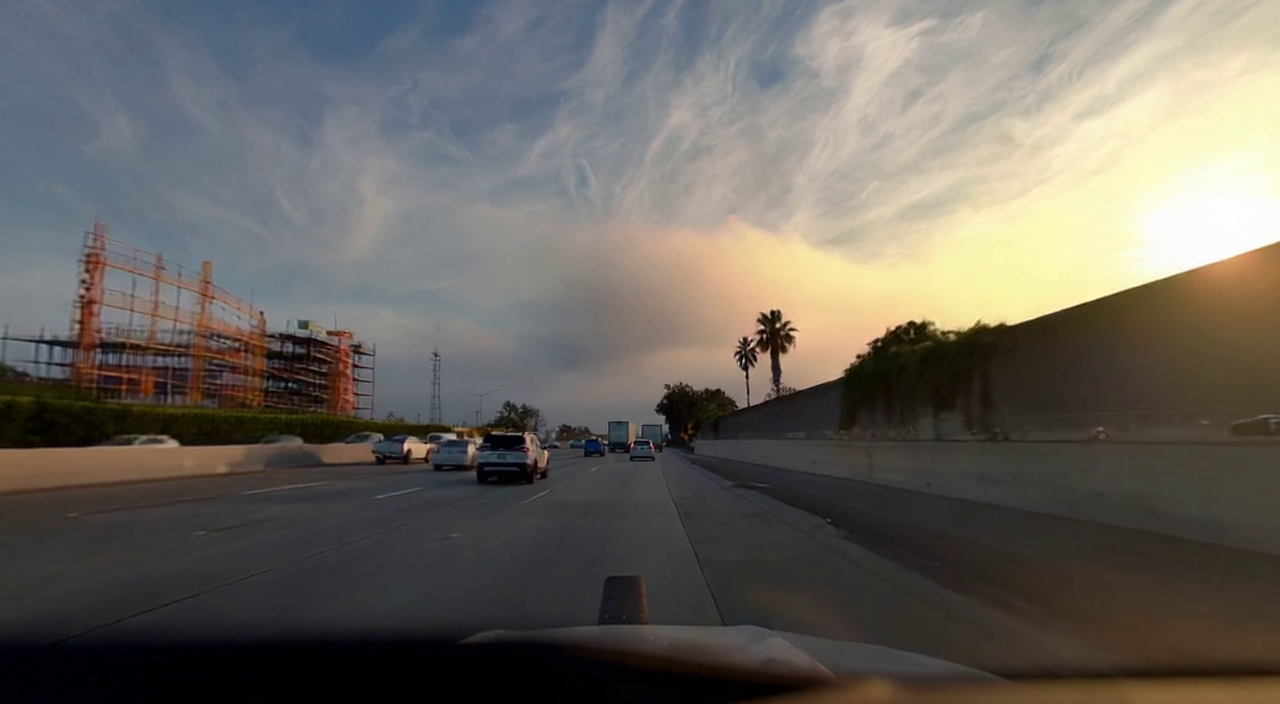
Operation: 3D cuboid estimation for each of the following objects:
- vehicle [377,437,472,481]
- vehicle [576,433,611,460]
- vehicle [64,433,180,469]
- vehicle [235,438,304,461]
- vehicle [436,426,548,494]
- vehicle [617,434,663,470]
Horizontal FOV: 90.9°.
[{"bbox_3d":[-7.955,3.988,23.746,1.949,1.476,4.410,0,-8,1],"label":"vehicle"},{"bbox_3d":[-3.564,7.323,48.966,2.203,1.958,4.848,-1,-8,2],"label":"vehicle"},{"bbox_3d":[-25.982,4.972,31.891,1.796,1.659,4.575,-1,-8,3],"label":"vehicle"},{"bbox_3d":[-25.042,6.622,42.855,1.821,1.458,4.476,-1,-8,2],"label":"vehicle"},{"bbox_3d":[-4.197,3.155,18.777,2.108,1.740,4.549,-1,-8,1],"label":"vehicle"},{"bbox_3d":[0.048,5.025,31.770,2.136,1.678,4.052,-1,-8,1],"label":"vehicle"}]
